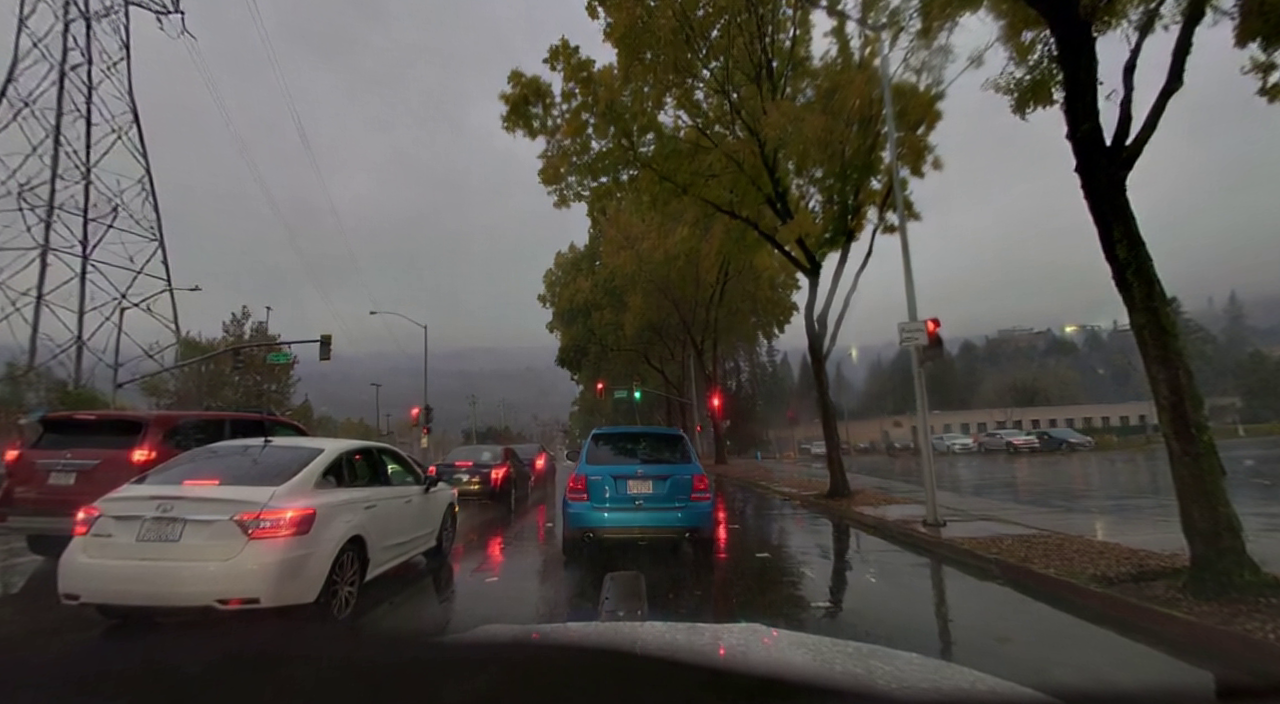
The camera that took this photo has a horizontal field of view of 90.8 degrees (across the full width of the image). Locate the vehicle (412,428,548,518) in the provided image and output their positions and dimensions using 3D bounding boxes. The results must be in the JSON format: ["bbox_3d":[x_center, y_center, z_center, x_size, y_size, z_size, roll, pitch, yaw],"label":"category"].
[{"bbox_3d":[-3.242,2.522,13.665,1.997,1.636,3.760,0,-8,-1],"label":"vehicle"}]

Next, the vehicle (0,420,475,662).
[{"bbox_3d":[-3.161,1.497,6.202,1.973,1.469,4.448,0,-8,-1],"label":"vehicle"}]

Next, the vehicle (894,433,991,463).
[{"bbox_3d":[15.113,4.802,31.696,3.858,1.437,1.899,0,-8,-4],"label":"vehicle"}]

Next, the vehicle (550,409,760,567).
[{"bbox_3d":[0.095,1.764,8.923,2.239,1.661,4.224,0,-8,-2],"label":"vehicle"}]
